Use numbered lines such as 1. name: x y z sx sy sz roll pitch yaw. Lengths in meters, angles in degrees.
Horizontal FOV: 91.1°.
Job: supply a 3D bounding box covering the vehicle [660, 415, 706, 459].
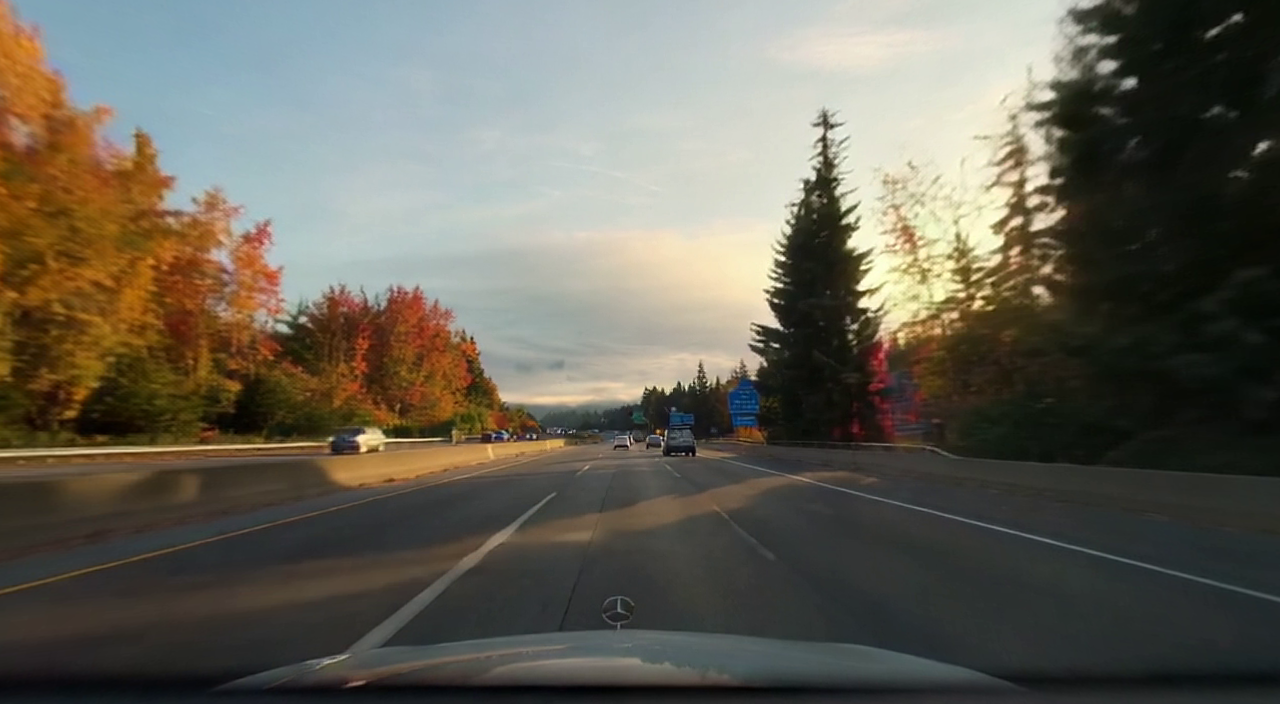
1. vehicle: 2.655 5.469 40.579 2.411 2.614 5.781 0 -8 -1
